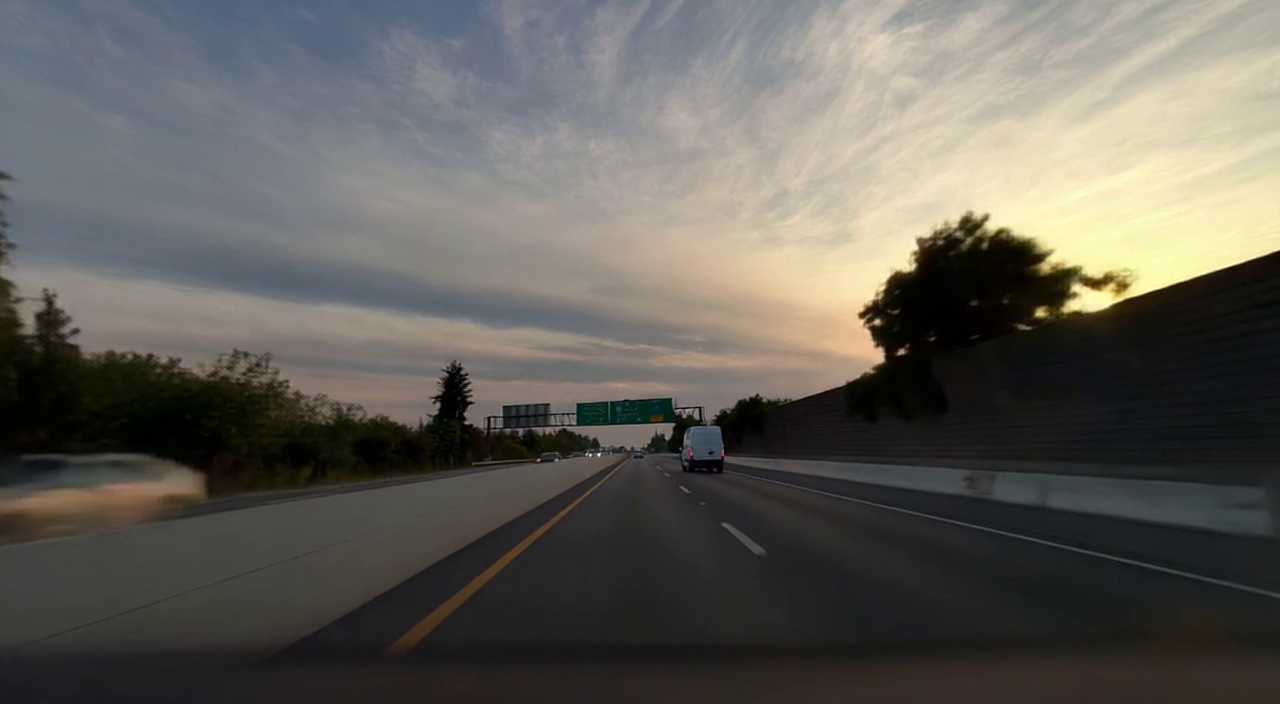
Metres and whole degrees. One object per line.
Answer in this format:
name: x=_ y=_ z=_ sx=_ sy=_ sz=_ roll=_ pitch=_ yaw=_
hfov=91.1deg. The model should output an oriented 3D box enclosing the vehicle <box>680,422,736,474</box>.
vehicle: x=3.954 y=5.767 z=37.808 sx=2.449 sy=2.805 sz=6.763 roll=0 pitch=-9 yaw=-1
